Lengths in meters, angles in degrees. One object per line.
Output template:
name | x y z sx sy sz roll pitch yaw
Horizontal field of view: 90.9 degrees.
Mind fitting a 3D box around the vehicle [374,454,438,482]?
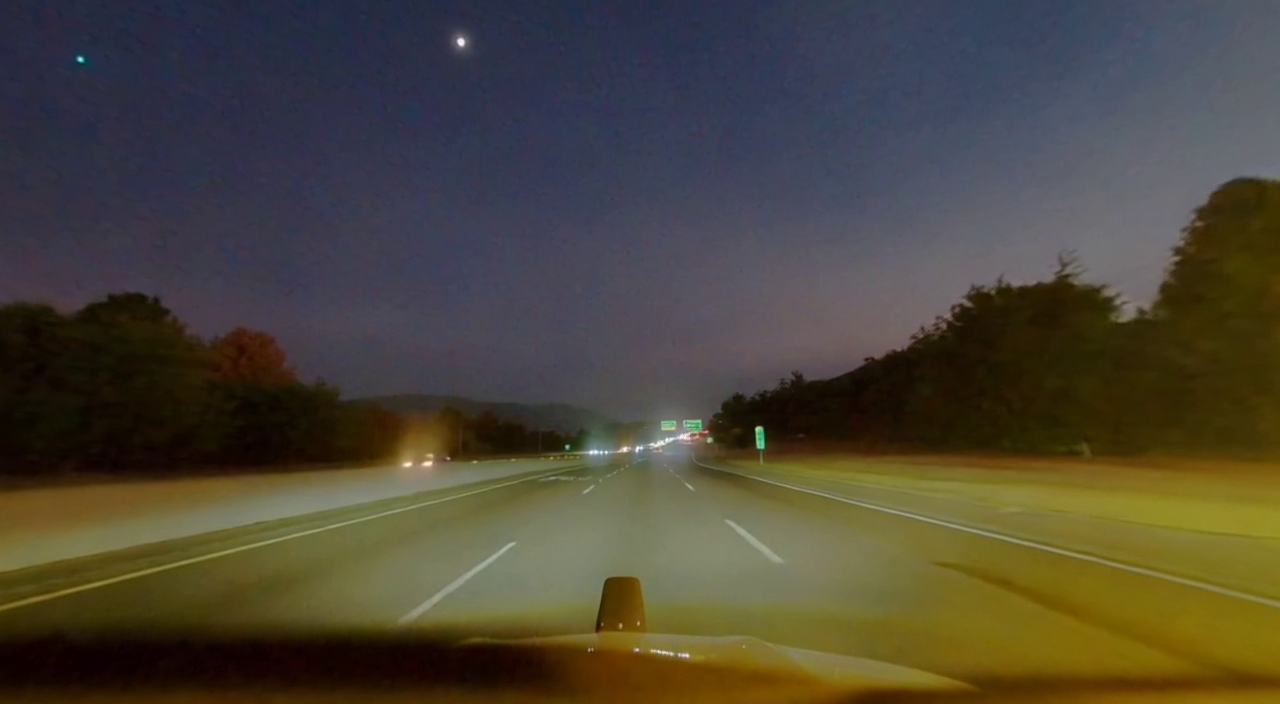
vehicle | -13.976 6.907 37.907 1.886 1.501 4.793 0 -9 1
